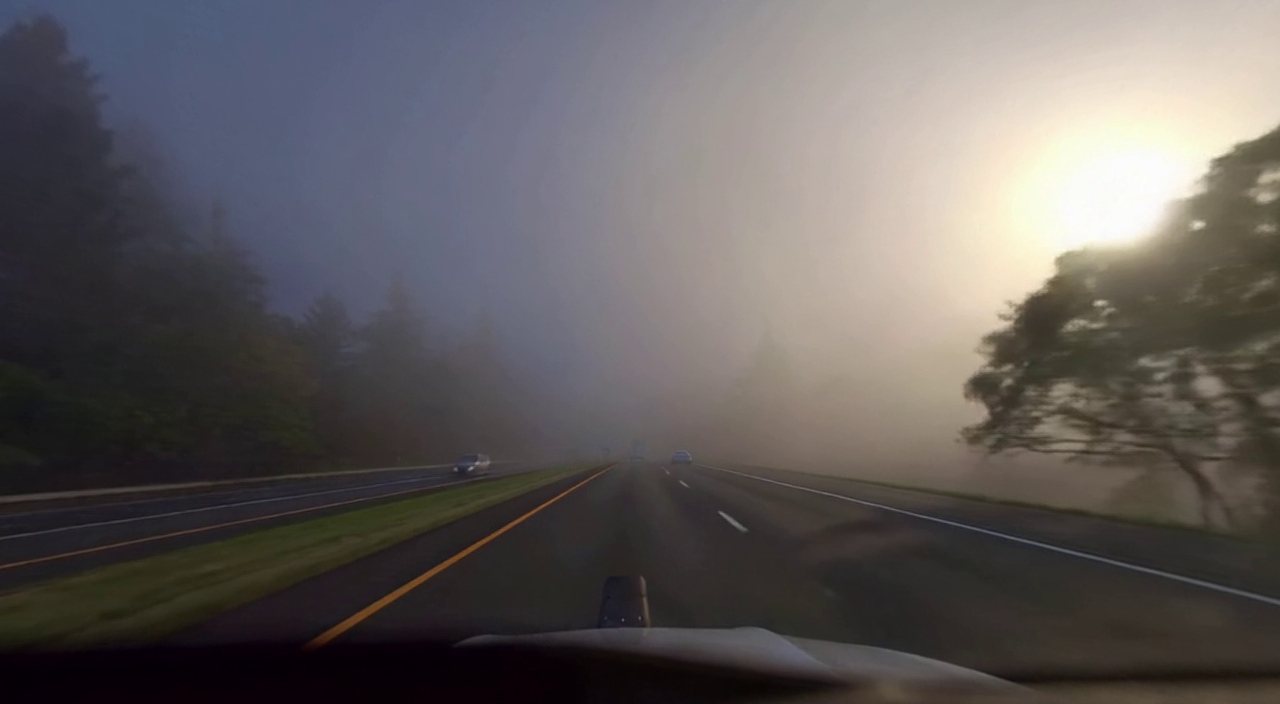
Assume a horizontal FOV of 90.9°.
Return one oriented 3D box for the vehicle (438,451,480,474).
[{"bbox_3d":[-13.238,8.113,46.337,1.862,1.574,4.185,0,-9,0],"label":"vehicle"}]
